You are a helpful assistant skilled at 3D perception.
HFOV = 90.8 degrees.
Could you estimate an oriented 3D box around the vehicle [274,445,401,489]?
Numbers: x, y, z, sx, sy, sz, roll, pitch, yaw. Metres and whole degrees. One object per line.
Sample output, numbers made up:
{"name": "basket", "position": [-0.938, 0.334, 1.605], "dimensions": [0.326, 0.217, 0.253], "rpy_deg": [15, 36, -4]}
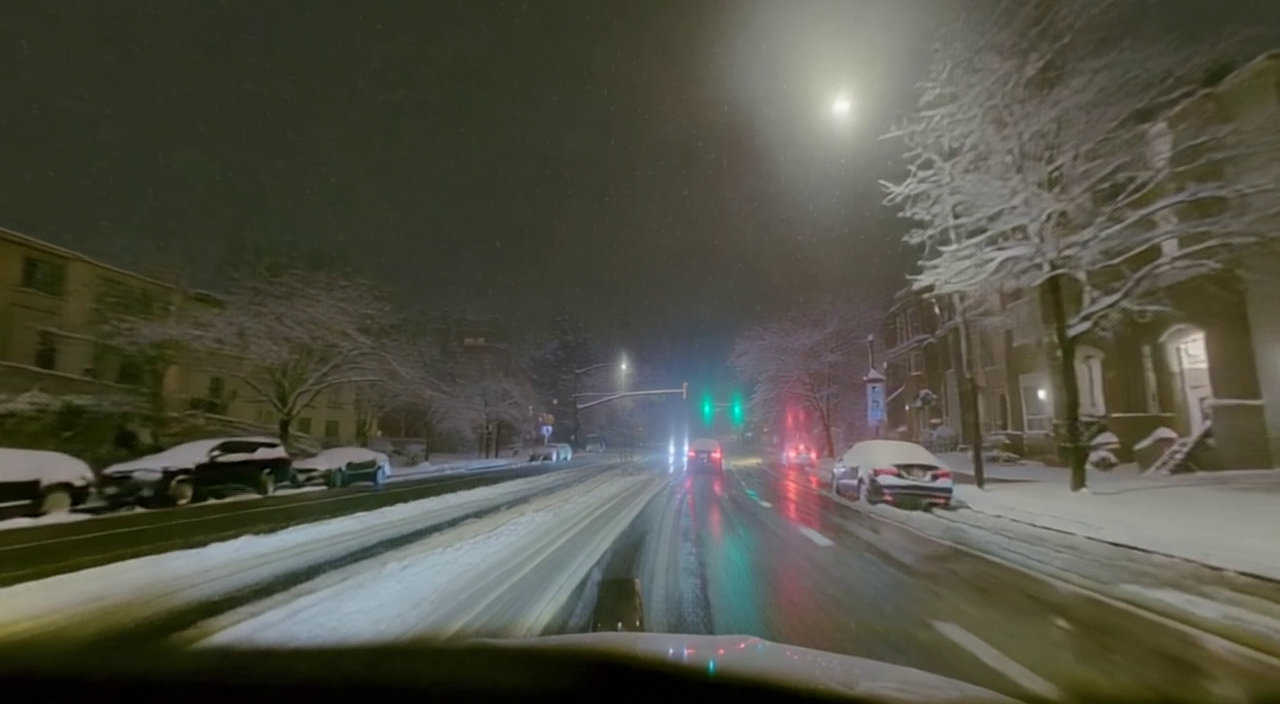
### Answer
{"name": "vehicle", "position": [-11.040, 4.194, 23.522], "dimensions": [1.782, 1.472, 4.744], "rpy_deg": [-1, -8, 9]}

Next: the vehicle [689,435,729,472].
{"name": "vehicle", "position": [3.515, 5.060, 31.637], "dimensions": [1.852, 1.680, 4.488], "rpy_deg": [-1, -8, 8]}

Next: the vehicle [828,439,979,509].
{"name": "vehicle", "position": [6.454, 3.000, 16.215], "dimensions": [2.104, 1.489, 4.962], "rpy_deg": [-1, -8, 5]}

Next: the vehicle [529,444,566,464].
{"name": "vehicle", "position": [-7.060, 7.856, 48.649], "dimensions": [1.876, 1.492, 3.790], "rpy_deg": [-2, -9, 8]}

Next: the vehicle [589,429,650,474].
{"name": "vehicle", "position": [-0.807, 4.392, 28.012], "dimensions": [1.877, 1.827, 4.298], "rpy_deg": [-1, -8, 9]}

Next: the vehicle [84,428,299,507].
{"name": "vehicle", "position": [-12.020, 3.114, 17.500], "dimensions": [2.115, 1.853, 4.745], "rpy_deg": [-1, -8, 6]}

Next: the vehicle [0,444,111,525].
{"name": "vehicle", "position": [-12.734, 2.446, 11.648], "dimensions": [1.809, 1.469, 4.485], "rpy_deg": [-1, -8, 5]}
